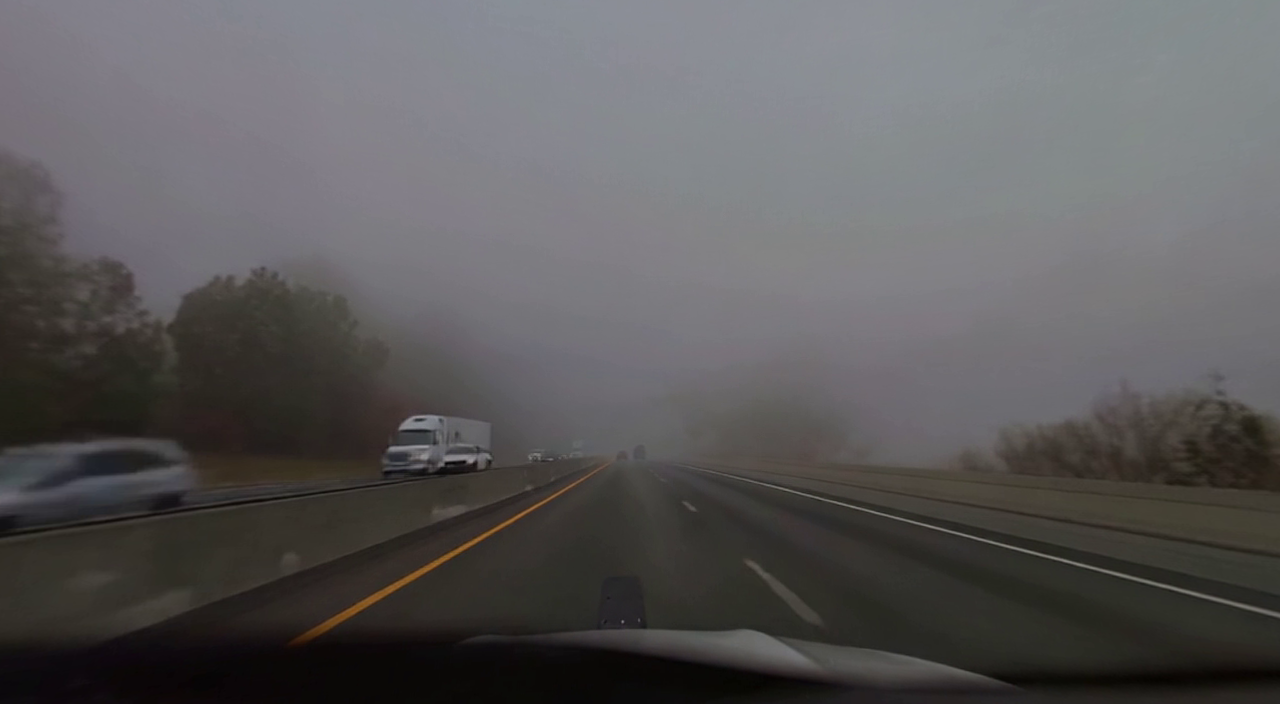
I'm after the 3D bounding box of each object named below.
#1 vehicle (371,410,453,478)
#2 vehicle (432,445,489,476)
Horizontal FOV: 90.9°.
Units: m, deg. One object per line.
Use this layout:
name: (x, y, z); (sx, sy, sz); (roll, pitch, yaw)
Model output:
vehicle: (-14.574, 5.993, 40.881); (3.026, 4.024, 6.039); (0, -9, -1)
vehicle: (-10.111, 6.128, 35.776); (2.035, 1.665, 4.214); (0, -9, -1)
